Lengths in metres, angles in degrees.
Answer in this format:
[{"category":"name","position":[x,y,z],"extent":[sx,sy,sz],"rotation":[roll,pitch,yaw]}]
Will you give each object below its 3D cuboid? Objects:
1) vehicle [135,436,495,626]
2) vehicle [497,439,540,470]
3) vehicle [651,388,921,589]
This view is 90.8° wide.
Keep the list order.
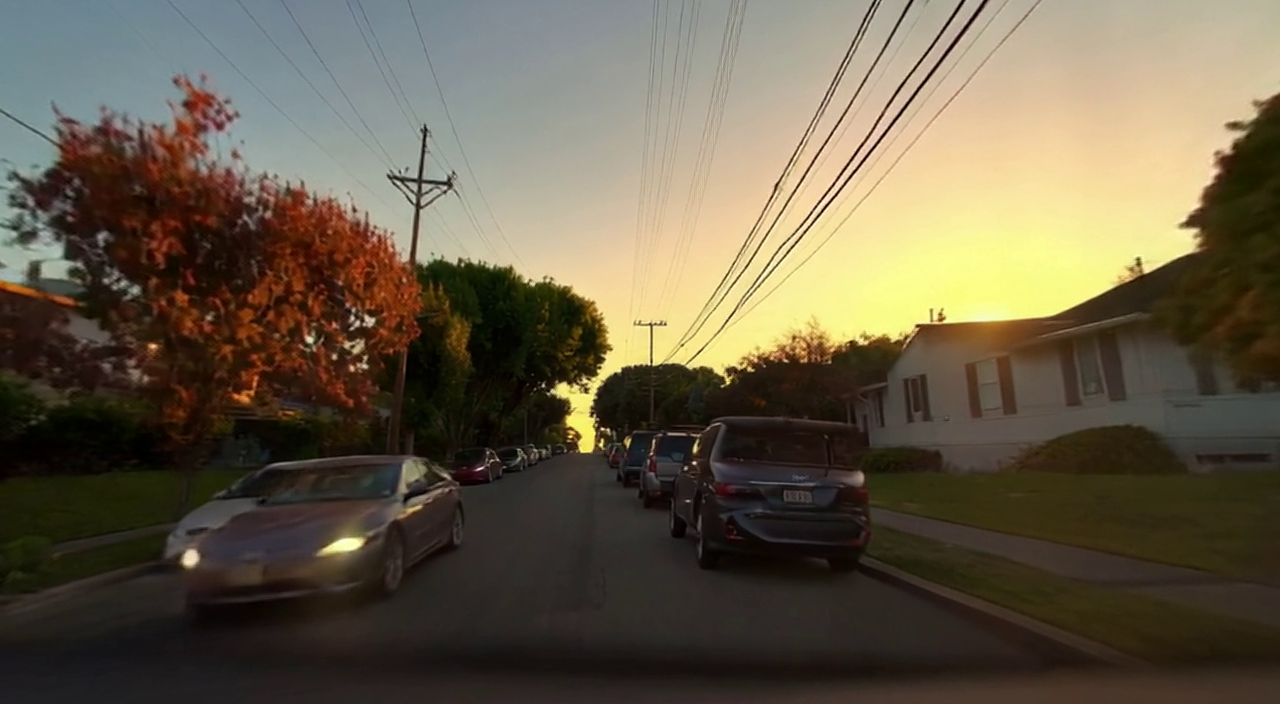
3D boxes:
[{"category":"vehicle","position":[-3.261,1.851,7.765],"extent":[2.060,1.525,4.876],"rotation":[0,-8,-3]},{"category":"vehicle","position":[-8.186,6.924,42.953],"extent":[2.280,1.953,5.092],"rotation":[0,-8,-4]},{"category":"vehicle","position":[1.414,1.600,8.253],"extent":[2.032,1.839,4.597],"rotation":[0,-8,-5]}]
